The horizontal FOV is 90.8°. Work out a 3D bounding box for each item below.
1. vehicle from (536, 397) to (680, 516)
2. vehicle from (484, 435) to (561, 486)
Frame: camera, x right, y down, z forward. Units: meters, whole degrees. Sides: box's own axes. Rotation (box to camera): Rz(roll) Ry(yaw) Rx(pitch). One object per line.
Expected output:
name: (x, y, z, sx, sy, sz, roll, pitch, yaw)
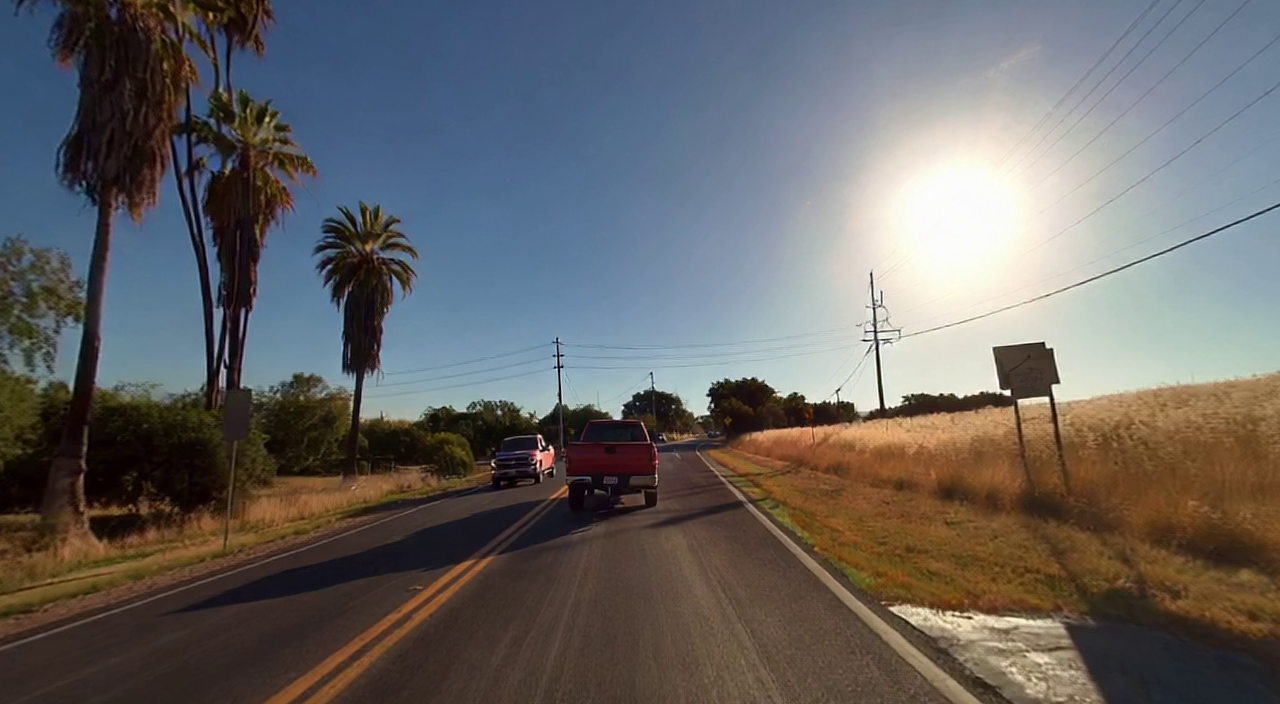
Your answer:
vehicle: (-0.671, 2.400, 14.909, 2.693, 2.223, 5.885, 0, -8, -1)
vehicle: (-4.610, 4.319, 25.534, 2.128, 1.834, 4.877, 0, -8, 0)
